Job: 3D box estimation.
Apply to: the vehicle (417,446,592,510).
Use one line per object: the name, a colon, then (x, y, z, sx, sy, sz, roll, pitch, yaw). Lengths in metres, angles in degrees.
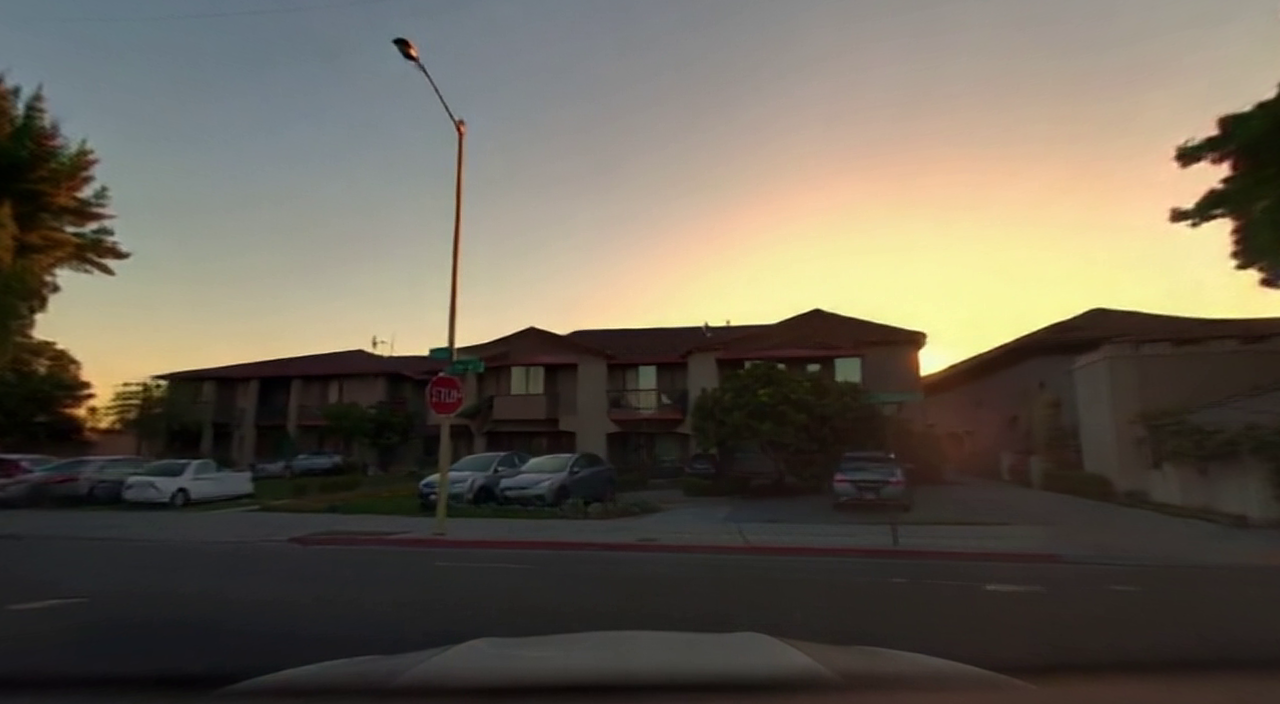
vehicle: (-4.058, 3.778, 19.148, 4.778, 1.753, 1.959, -1, -9, 12)

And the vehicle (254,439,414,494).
vehicle: (-19.512, 7.226, 40.146, 9.384, 3.230, 2.928, -2, -9, 15)

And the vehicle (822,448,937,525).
vehicle: (7.106, 3.972, 19.375, 2.305, 1.962, 5.685, -1, -9, 11)

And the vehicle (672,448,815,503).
vehicle: (4.225, 4.861, 25.146, 5.798, 1.920, 2.267, 7, -11, -37)

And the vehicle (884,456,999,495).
vehicle: (15.644, 6.367, 32.750, 5.004, 1.797, 1.946, -7, -12, 41)

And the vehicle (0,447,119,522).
vehicle: (-19.745, 3.958, 19.269, 6.027, 1.893, 2.282, 0, -8, 11)
